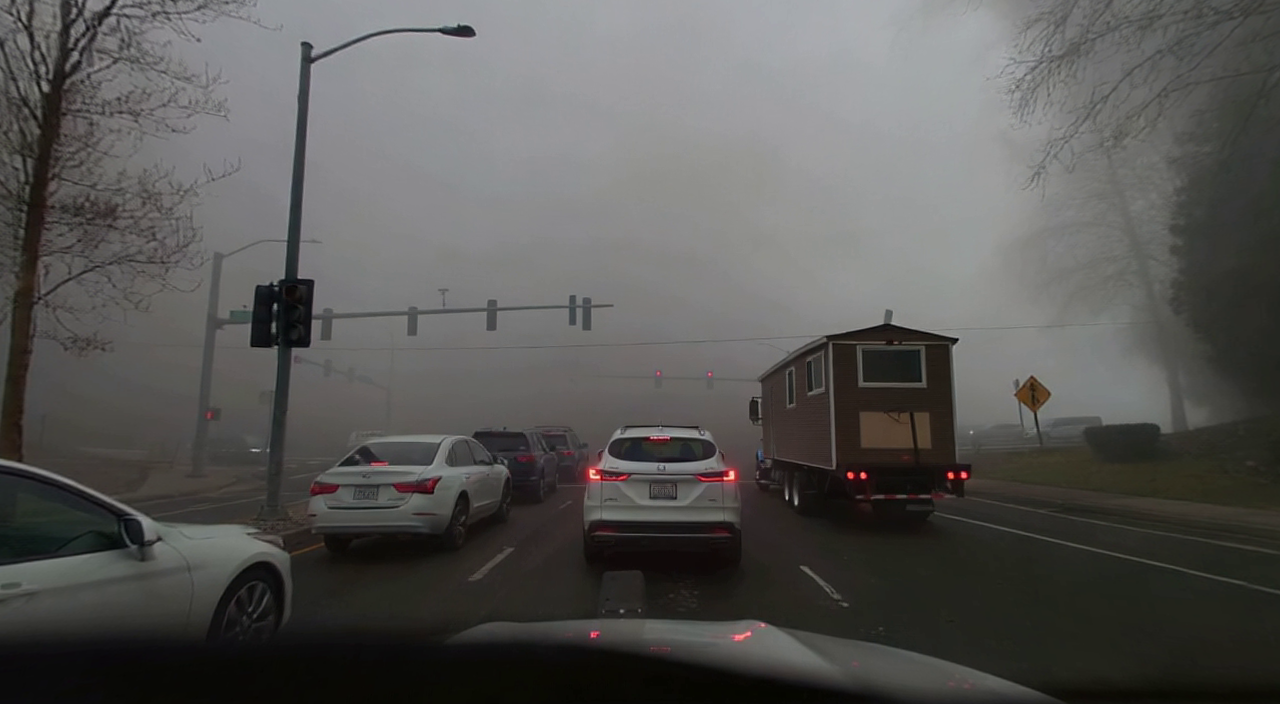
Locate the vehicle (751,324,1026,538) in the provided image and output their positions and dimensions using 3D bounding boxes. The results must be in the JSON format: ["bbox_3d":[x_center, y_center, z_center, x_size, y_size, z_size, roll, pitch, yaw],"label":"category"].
[{"bbox_3d":[3.685,1.416,11.007,2.531,2.750,5.595,0,-9,1],"label":"vehicle"}]

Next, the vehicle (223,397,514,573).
[{"bbox_3d":[-3.277,1.716,8.844,2.085,1.812,4.388,0,-9,0],"label":"vehicle"}]

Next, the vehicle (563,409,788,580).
[{"bbox_3d":[0.354,1.706,8.315,2.189,1.649,4.171,0,-9,0],"label":"vehicle"}]

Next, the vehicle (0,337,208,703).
[{"bbox_3d":[-3.429,0.675,1.479,1.952,1.730,4.116,0,-9,-1],"label":"vehicle"}]

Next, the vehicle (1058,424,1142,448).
[{"bbox_3d":[33.254,6.138,45.843,4.671,1.595,1.824,-5,-10,31],"label":"vehicle"}]
